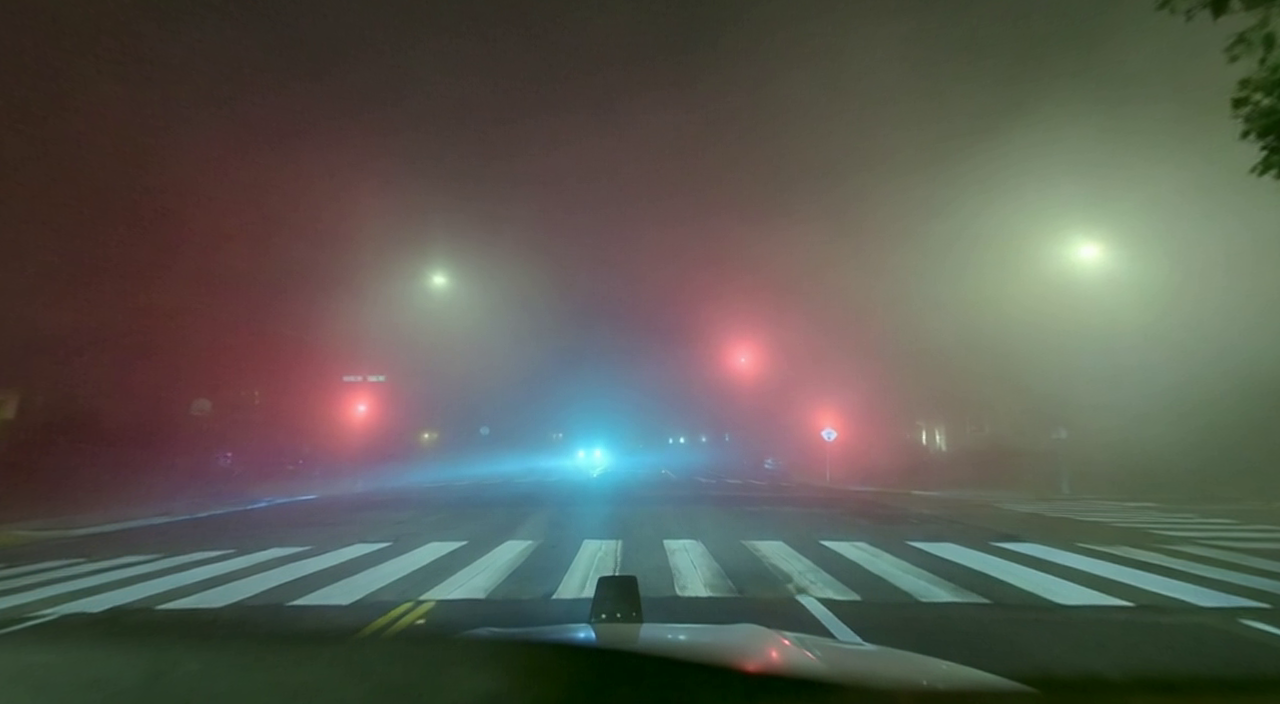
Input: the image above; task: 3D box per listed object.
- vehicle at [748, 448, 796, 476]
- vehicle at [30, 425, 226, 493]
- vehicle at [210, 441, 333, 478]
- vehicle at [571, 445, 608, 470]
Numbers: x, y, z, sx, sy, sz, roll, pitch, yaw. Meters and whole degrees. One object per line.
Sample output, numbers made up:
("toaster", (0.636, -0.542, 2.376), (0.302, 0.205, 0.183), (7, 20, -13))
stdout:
("vehicle", (7.993, 6.703, 38.693), (2.029, 1.554, 4.705), (0, -9, 1))
("vehicle", (-17.915, 3.749, 22.337), (4.800, 2.259, 2.303), (0, -9, -1))
("vehicle", (-17.961, 5.251, 30.959), (4.743, 1.734, 1.994), (0, -9, -1))
("vehicle", (-3.130, 6.661, 40.054), (2.014, 1.499, 3.999), (0, -9, 0))
